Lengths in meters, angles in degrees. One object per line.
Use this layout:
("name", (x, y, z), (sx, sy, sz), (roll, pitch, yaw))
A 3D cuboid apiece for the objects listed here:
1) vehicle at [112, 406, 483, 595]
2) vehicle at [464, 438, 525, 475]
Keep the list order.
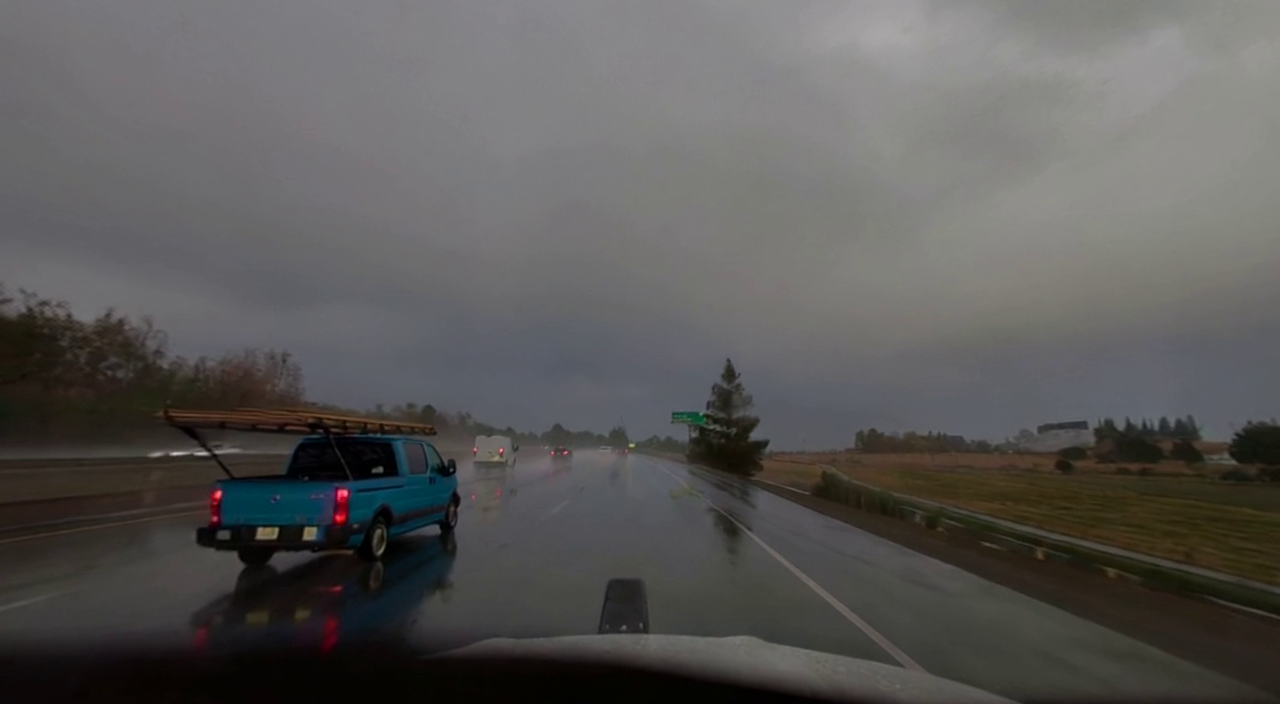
("vehicle", (-3.693, 1.703, 8.165), (2.040, 1.679, 4.865), (0, -9, 0))
("vehicle", (-7.584, 5.495, 33.387), (2.093, 1.752, 4.771), (0, -9, 0))
